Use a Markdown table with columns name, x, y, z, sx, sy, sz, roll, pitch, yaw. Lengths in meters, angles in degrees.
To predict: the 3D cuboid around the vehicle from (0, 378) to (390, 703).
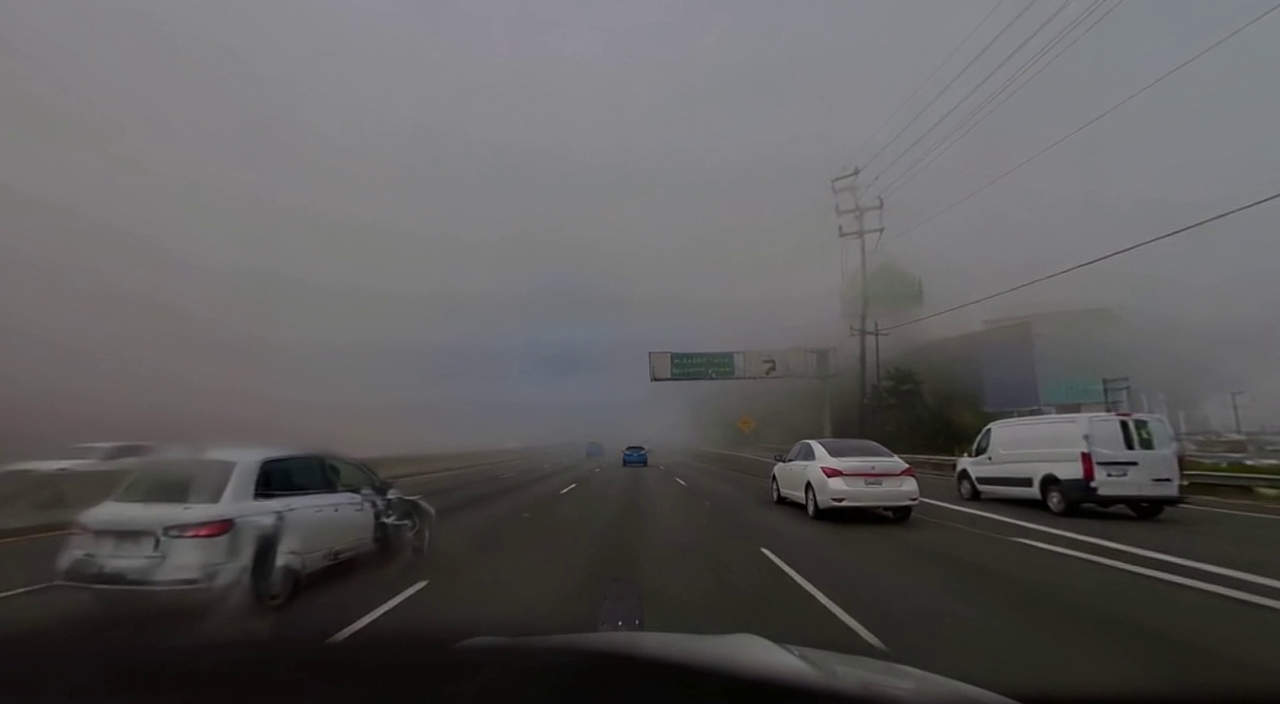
| name | x | y | z | sx | sy | sz | roll | pitch | yaw |
| --- | --- | --- | --- | --- | --- | --- | --- | --- | --- |
| vehicle | -3.766 | 1.149 | 4.276 | 2.251 | 1.575 | 4.488 | 0 | -8 | 0 |

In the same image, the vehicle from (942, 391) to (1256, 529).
| name | x | y | z | sx | sy | sz | roll | pitch | yaw |
| --- | --- | --- | --- | --- | --- | --- | --- | --- | --- |
| vehicle | 8.976 | 2.192 | 13.260 | 2.349 | 2.280 | 5.423 | 0 | -9 | -2 |

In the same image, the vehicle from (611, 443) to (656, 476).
| name | x | y | z | sx | sy | sz | roll | pitch | yaw |
| --- | --- | --- | --- | --- | --- | --- | --- | --- | --- |
| vehicle | -0.338 | 5.167 | 30.455 | 2.019 | 1.472 | 3.971 | 0 | -8 | -2 |

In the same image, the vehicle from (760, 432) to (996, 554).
| name | x | y | z | sx | sy | sz | roll | pitch | yaw |
| --- | --- | --- | --- | --- | --- | --- | --- | --- | --- |
| vehicle | 3.467 | 2.127 | 10.306 | 1.995 | 1.533 | 4.463 | 0 | -8 | -2 |
